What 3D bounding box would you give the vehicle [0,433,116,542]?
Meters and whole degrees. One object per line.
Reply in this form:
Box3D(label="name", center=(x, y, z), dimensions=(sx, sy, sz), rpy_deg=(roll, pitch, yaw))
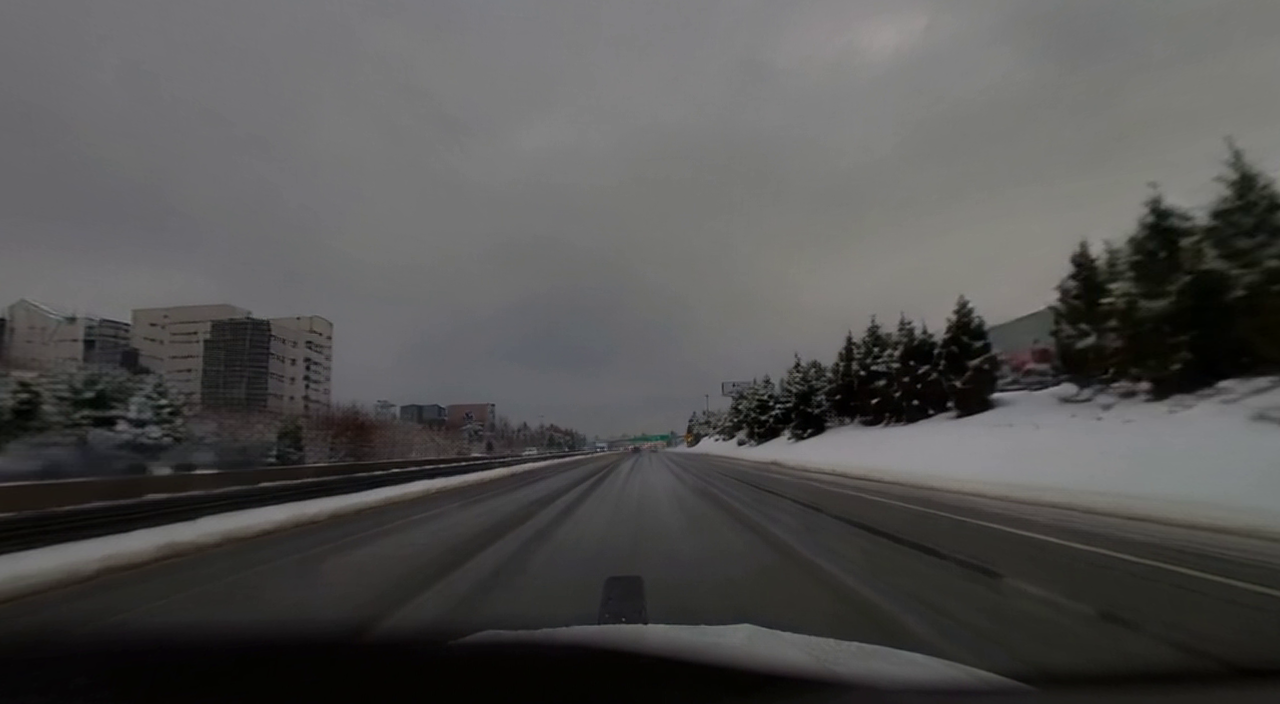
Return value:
Box3D(label="vehicle", center=(-11.110, 2.066, 9.427), dimensions=(2.040, 1.711, 5.175), rpy_deg=(0, -8, 1))
